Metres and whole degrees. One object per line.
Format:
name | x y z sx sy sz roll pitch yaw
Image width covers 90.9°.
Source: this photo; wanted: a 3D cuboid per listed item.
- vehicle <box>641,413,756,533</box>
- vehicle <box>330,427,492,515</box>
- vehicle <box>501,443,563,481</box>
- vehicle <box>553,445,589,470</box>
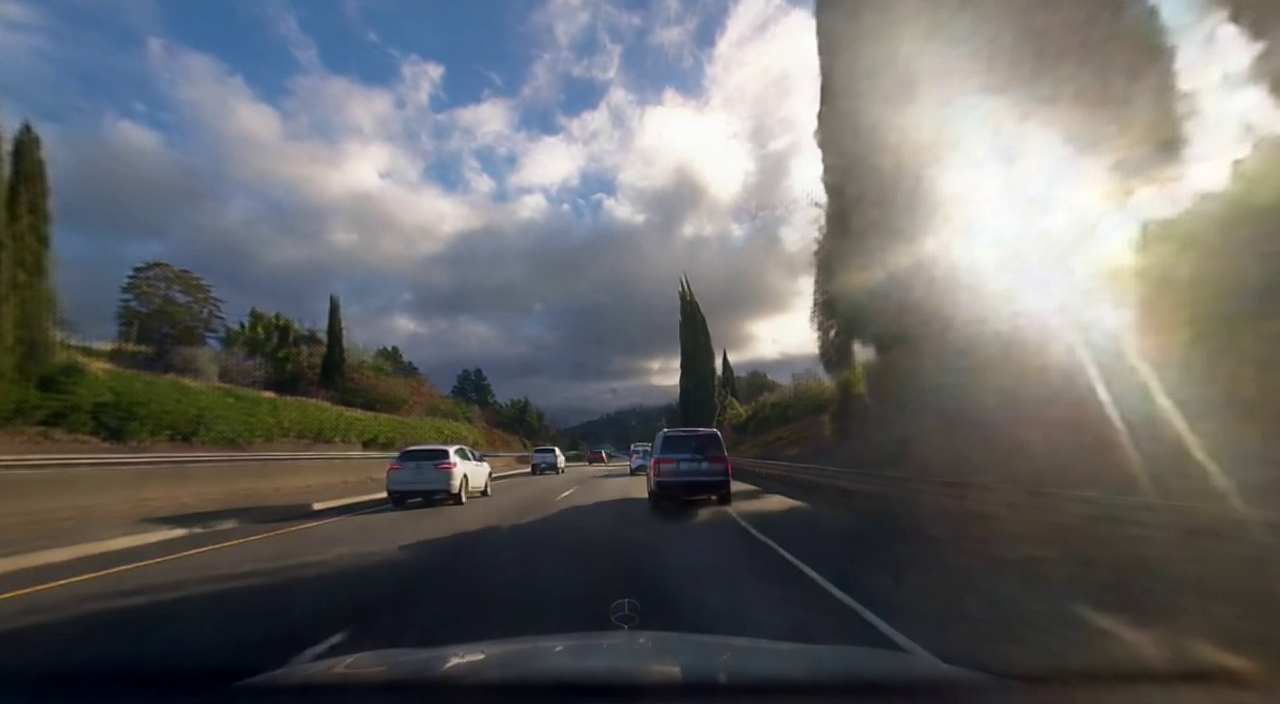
vehicle | 0.942 2.254 12.220 1.825 1.920 3.960 0 -9 0
vehicle | -4.840 2.584 14.087 1.934 1.642 4.201 0 -9 1
vehicle | -4.518 4.665 26.935 1.867 1.489 3.829 0 -9 1
vehicle | -4.523 6.988 42.001 1.855 1.527 4.209 0 -9 1
